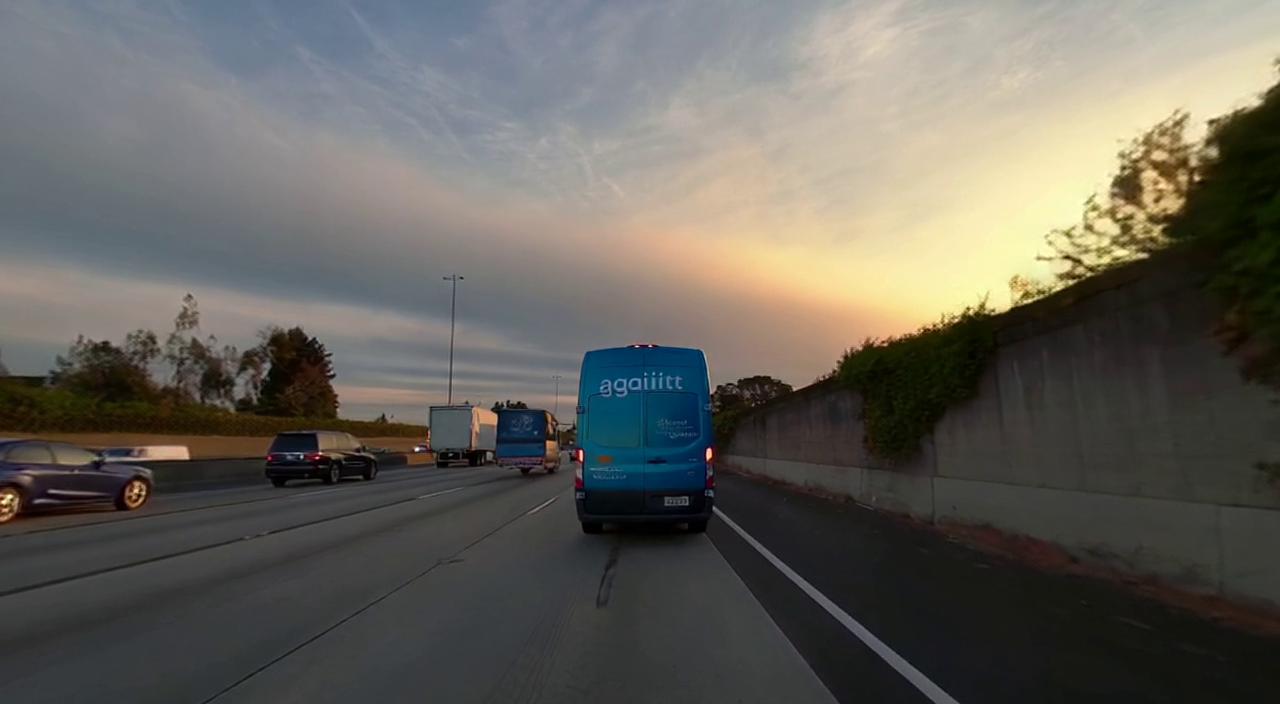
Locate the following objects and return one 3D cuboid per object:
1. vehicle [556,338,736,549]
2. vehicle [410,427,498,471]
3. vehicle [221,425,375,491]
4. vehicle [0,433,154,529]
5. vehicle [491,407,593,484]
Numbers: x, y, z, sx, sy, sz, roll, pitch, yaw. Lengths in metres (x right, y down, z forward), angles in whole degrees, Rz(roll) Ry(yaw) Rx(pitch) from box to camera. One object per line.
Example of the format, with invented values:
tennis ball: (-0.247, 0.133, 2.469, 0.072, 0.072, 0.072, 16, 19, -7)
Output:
vehicle: (0.150, 1.648, 11.488, 2.316, 2.738, 6.398, 0, -9, 1)
vehicle: (-9.818, 5.193, 33.938, 2.566, 2.158, 5.957, -1, -8, 4)
vehicle: (-10.836, 3.398, 20.520, 2.061, 1.846, 4.852, 0, -9, 3)
vehicle: (-11.128, 2.178, 10.878, 1.839, 1.524, 4.449, 0, -9, 2)
vehicle: (-3.329, 3.387, 22.845, 2.729, 2.439, 5.418, 0, -8, 1)
